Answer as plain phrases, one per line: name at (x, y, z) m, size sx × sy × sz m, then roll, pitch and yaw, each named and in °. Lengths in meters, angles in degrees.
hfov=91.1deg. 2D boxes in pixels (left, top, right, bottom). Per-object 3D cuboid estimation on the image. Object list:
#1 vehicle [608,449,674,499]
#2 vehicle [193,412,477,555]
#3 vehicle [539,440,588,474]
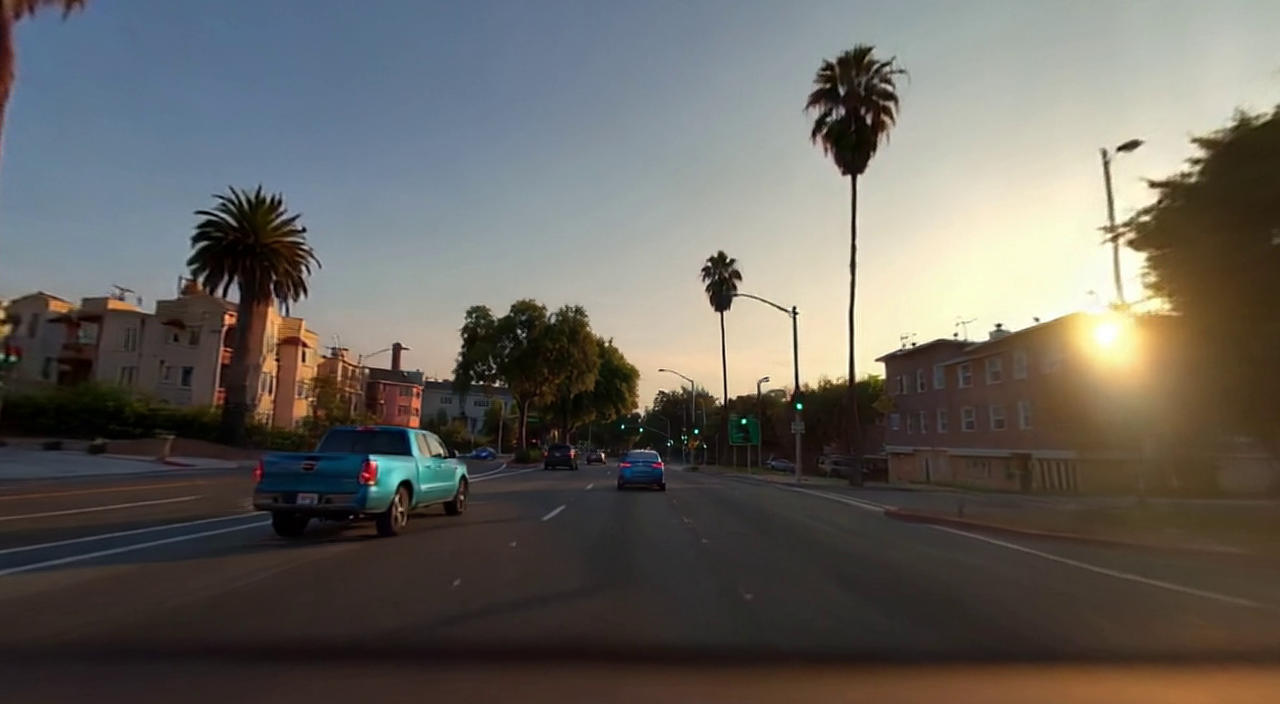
vehicle at (0.033, 4.248, 22.342) m, size 2.122 × 1.562 × 4.152 m, roll 0°, pitch -9°, yaw 0°
vehicle at (-4.914, 2.232, 11.589) m, size 2.187 × 1.904 × 6.103 m, roll 0°, pitch -9°, yaw 0°
vehicle at (-4.882, 6.791, 40.981) m, size 2.447 × 2.062 × 5.911 m, roll 0°, pitch -9°, yaw 0°
